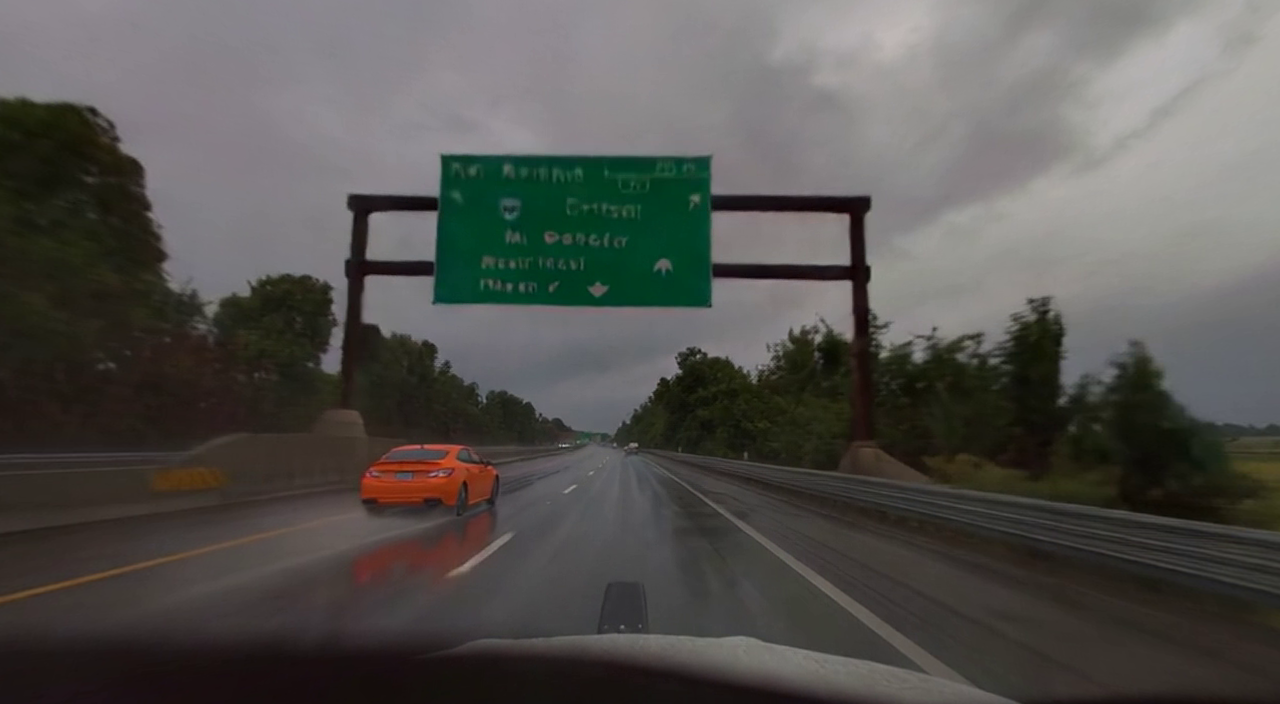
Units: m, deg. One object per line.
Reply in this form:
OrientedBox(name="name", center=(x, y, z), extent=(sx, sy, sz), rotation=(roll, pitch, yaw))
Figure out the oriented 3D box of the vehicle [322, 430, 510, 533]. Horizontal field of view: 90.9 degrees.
OrientedBox(name="vehicle", center=(-3.790, 2.264, 11.509), extent=(1.990, 1.532, 3.911), rotation=(0, -9, 0))
